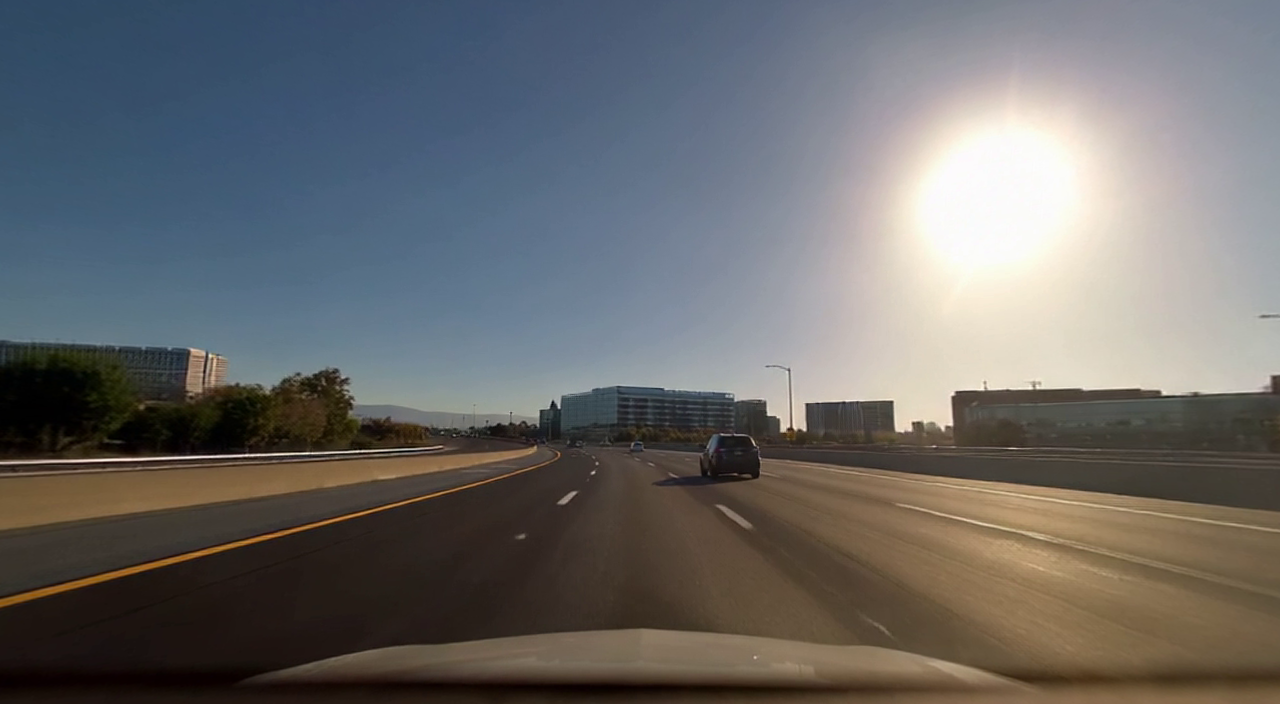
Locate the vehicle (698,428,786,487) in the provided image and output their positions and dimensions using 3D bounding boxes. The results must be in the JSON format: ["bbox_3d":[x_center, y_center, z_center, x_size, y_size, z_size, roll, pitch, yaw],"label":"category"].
[{"bbox_3d":[3.183,3.401,20.602,2.059,1.715,4.192,0,-8,-2],"label":"vehicle"}]
